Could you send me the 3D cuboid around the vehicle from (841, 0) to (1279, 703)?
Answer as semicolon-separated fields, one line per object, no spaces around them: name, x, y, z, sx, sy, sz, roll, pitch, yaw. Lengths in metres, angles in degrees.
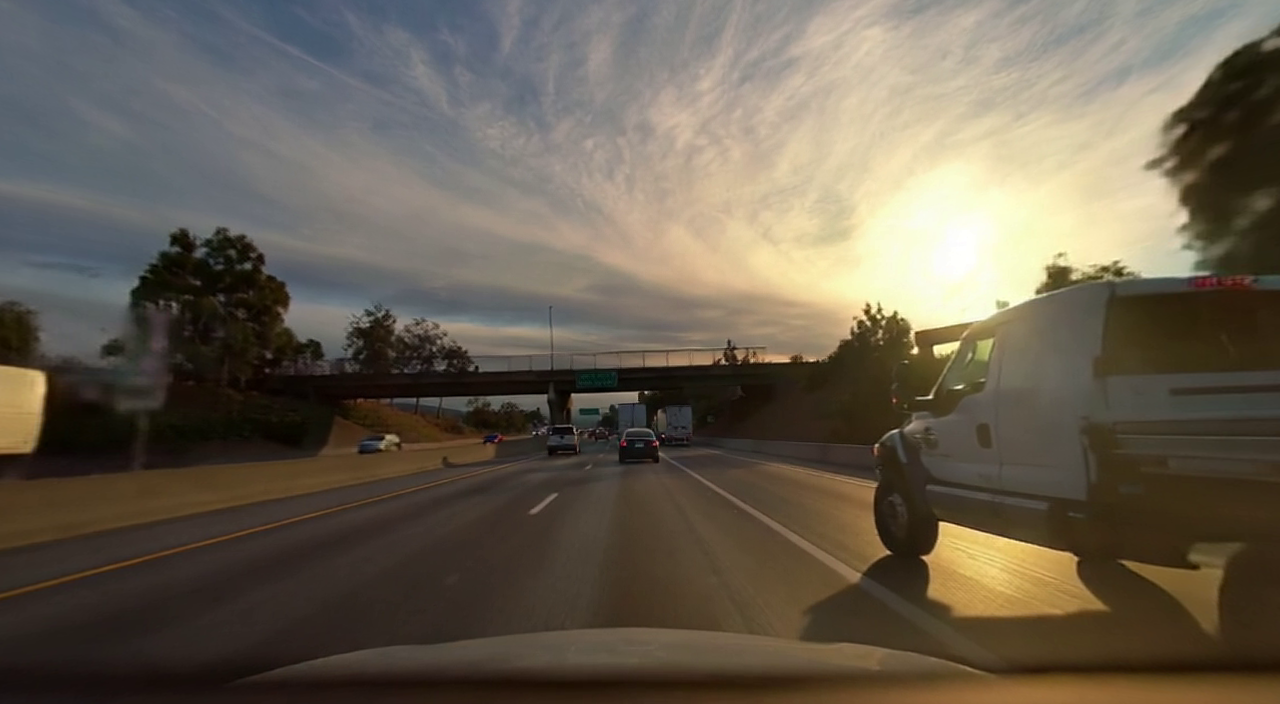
vehicle;3.738;-0.008;3.048;2.783;3.483;7.836;0;-8;-1

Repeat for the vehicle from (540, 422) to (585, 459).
vehicle;-4.395;5.069;36.326;2.013;1.961;4.692;0;-8;0

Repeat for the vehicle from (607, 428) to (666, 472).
vehicle;-0.179;3.658;23.776;2.059;1.522;3.693;0;-8;-1
